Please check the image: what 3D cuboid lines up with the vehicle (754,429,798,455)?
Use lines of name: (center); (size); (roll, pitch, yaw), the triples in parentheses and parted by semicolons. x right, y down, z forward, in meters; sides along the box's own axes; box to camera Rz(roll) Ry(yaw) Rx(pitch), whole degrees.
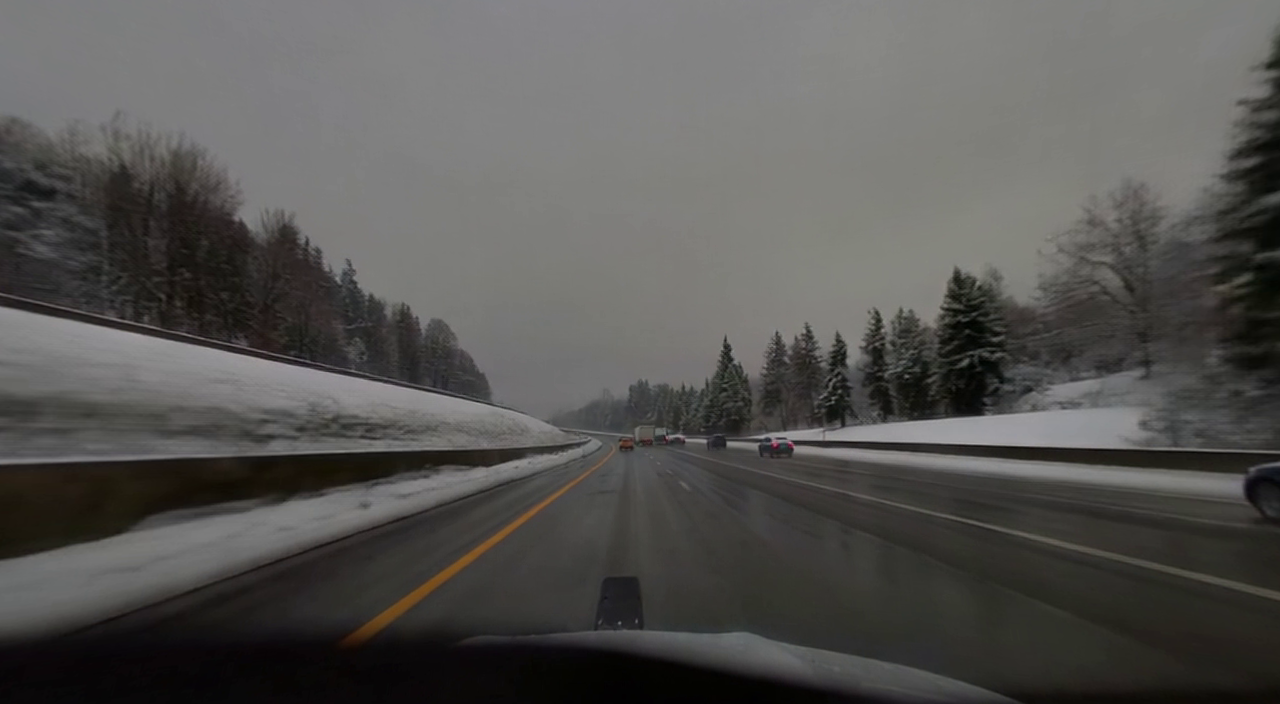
vehicle: (10.006, 6.690, 46.634); (2.077, 1.763, 4.472); (1, -8, -2)
